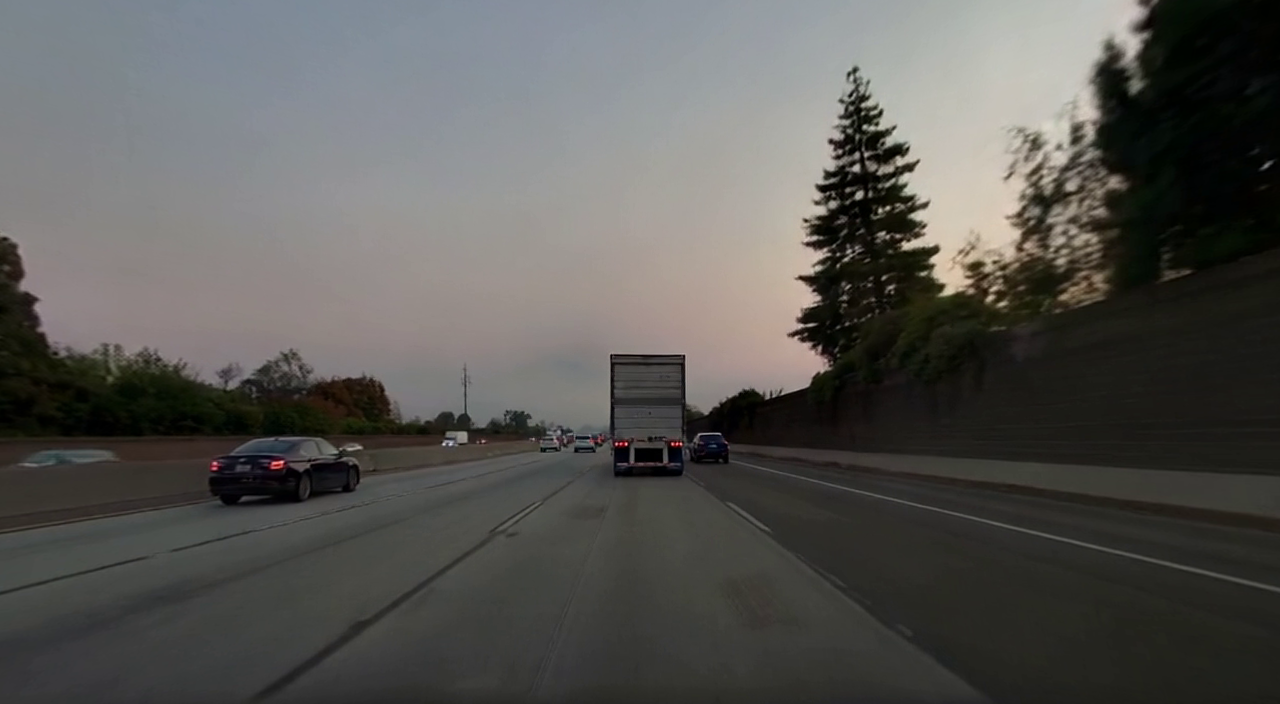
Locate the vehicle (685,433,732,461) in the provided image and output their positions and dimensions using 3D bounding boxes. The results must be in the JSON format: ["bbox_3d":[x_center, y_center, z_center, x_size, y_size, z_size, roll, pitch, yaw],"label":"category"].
[{"bbox_3d":[3.900,5.499,36.537,2.044,1.508,4.716,0,-8,-2],"label":"vehicle"}]

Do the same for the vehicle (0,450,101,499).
[{"bbox_3d":[-23.322,4.530,23.582,1.886,1.622,4.933,0,-8,-1],"label":"vehicle"}]

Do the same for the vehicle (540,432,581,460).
[{"bbox_3d":[-5.010,5.974,40.023,2.134,1.650,4.133,0,-8,-1],"label":"vehicle"}]

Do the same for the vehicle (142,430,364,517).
[{"bbox_3d":[-7.663,2.398,13.037,2.059,1.500,4.001,0,-8,-1],"label":"vehicle"}]

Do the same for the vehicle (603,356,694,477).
[{"bbox_3d":[0.050,2.787,25.569,2.904,3.915,10.473,0,-8,-2],"label":"vehicle"}]
